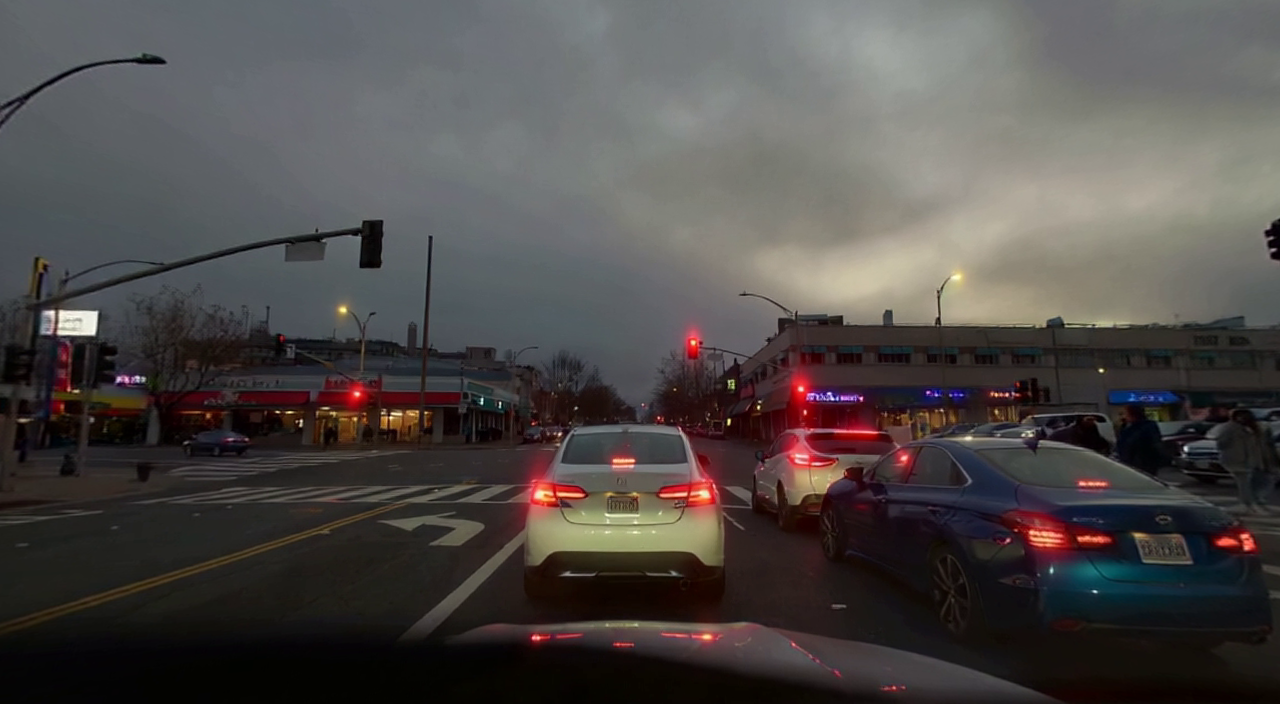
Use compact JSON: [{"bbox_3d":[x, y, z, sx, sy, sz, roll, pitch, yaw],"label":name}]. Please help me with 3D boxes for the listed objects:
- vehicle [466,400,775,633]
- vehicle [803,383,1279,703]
[{"bbox_3d":[-0.148,1.483,6.777,2.123,1.589,4.702,0,-8,0],"label":"vehicle"},{"bbox_3d":[3.034,1.308,5.453,1.983,1.654,4.354,0,-8,-1],"label":"vehicle"}]
